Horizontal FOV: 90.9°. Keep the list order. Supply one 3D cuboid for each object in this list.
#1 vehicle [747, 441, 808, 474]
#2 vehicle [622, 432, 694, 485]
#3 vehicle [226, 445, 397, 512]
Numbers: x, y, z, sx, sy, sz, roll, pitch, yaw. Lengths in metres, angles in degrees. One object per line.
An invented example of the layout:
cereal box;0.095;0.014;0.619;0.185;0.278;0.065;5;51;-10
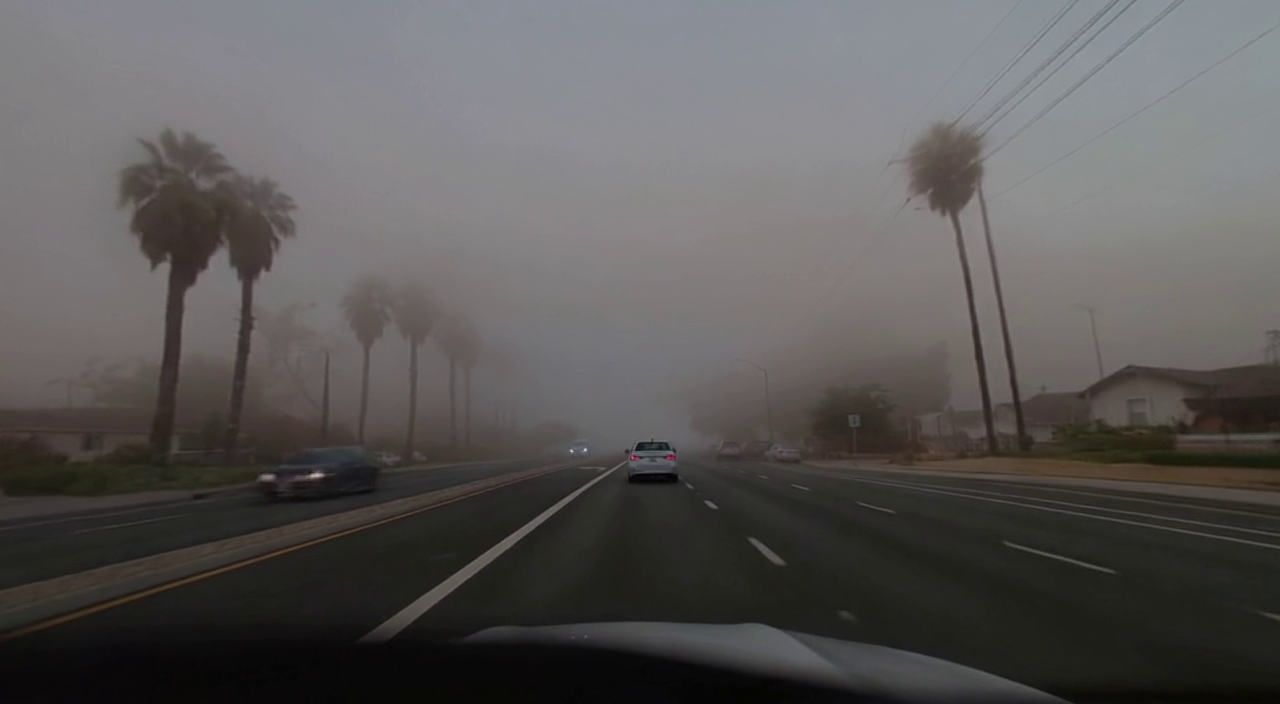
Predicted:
vehicle;6.522;5.035;30.354;1.897;1.477;4.360;0;-8;0
vehicle;0.549;3.699;22.160;2.289;1.679;4.180;0;-8;-1
vehicle;-8.350;3.215;16.624;1.951;1.499;4.710;0;-8;0
